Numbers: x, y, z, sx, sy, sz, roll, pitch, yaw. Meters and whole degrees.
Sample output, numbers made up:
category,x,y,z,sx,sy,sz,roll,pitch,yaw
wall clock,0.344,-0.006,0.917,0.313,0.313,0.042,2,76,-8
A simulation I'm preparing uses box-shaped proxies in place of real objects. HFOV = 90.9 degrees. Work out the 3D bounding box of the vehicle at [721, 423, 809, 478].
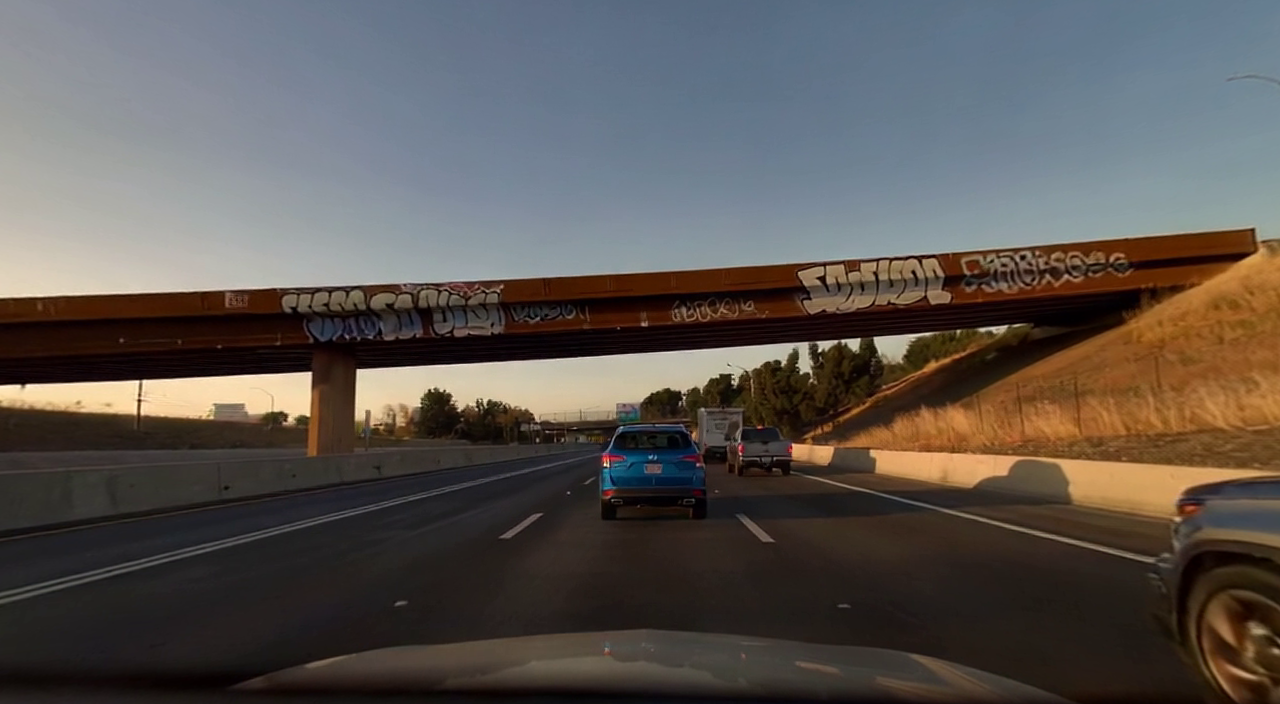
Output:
category,x,y,z,sx,sy,sz,roll,pitch,yaw
vehicle,4.752,3.879,25.021,2.311,1.922,5.977,0,-8,0

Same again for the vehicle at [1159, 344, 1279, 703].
category,x,y,z,sx,sy,sz,roll,pitch,yaw
vehicle,3.629,0.553,0.804,2.133,1.685,4.518,-1,-8,2

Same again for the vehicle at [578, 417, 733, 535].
category,x,y,z,sx,sy,sz,roll,pitch,yaw
vehicle,0.252,2.064,11.022,2.193,1.651,3.946,0,-8,1
